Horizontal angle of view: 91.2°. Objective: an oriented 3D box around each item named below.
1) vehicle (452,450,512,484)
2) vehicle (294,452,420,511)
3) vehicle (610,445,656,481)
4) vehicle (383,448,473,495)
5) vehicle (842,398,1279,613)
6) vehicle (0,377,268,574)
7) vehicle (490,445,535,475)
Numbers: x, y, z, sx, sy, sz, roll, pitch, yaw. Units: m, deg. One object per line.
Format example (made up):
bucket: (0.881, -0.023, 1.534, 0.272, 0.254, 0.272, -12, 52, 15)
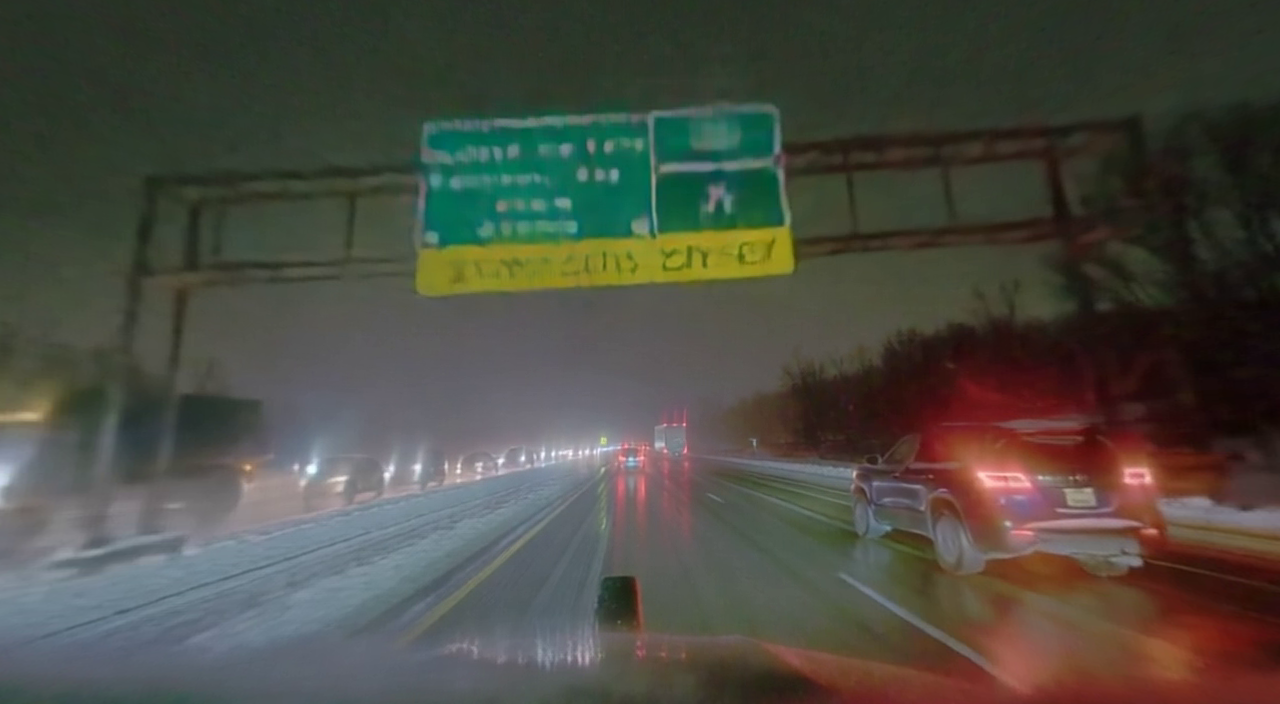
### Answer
vehicle: (-7.831, 5.705, 31.446, 1.909, 1.523, 4.359, 0, -9, -1)
vehicle: (-8.079, 3.707, 18.373, 1.850, 1.476, 4.085, 0, -9, -1)
vehicle: (-0.349, 5.038, 28.727, 1.971, 1.518, 4.108, 0, -9, -1)
vehicle: (-8.083, 4.573, 24.411, 1.961, 1.611, 4.479, 0, -9, -1)
vehicle: (4.091, 1.535, 7.154, 2.077, 1.673, 4.267, 0, -9, -1)
vehicle: (-9.440, 2.004, 10.684, 2.404, 2.492, 6.125, 0, -9, 0)
vehicle: (-8.075, 6.884, 40.099, 2.019, 1.809, 4.361, 0, -9, 0)
